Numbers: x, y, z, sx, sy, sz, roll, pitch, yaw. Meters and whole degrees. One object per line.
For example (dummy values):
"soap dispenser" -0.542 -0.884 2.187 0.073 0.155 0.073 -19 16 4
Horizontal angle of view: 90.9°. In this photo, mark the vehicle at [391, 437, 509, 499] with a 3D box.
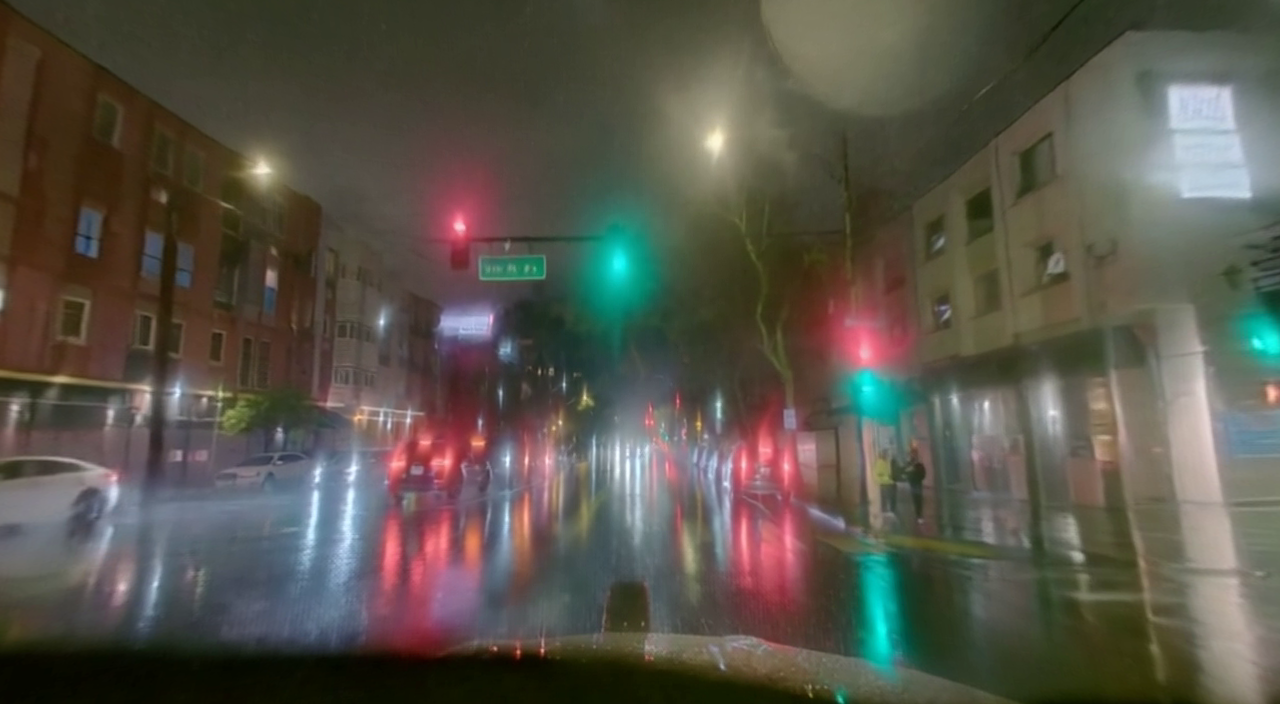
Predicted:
"vehicle" -5.335 3.303 18.370 1.942 1.559 4.298 -1 -8 2

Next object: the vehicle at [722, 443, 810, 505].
"vehicle" 3.902 3.821 20.220 1.924 1.765 3.954 0 -8 0

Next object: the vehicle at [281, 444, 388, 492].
"vehicle" -11.430 4.342 23.916 1.933 1.628 3.973 -1 -8 2

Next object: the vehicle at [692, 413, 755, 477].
"vehicle" 4.850 5.636 38.269 2.989 3.455 7.975 -1 -8 2

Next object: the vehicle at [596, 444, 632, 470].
"vehicle" -1.600 6.605 39.784 1.973 1.496 3.713 -1 -8 2

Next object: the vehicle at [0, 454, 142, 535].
"vehicle" -12.742 2.730 12.147 1.934 1.434 4.636 -2 -9 13

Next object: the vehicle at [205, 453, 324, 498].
"vehicle" -14.364 4.708 24.435 2.012 1.476 4.284 0 -8 -1
